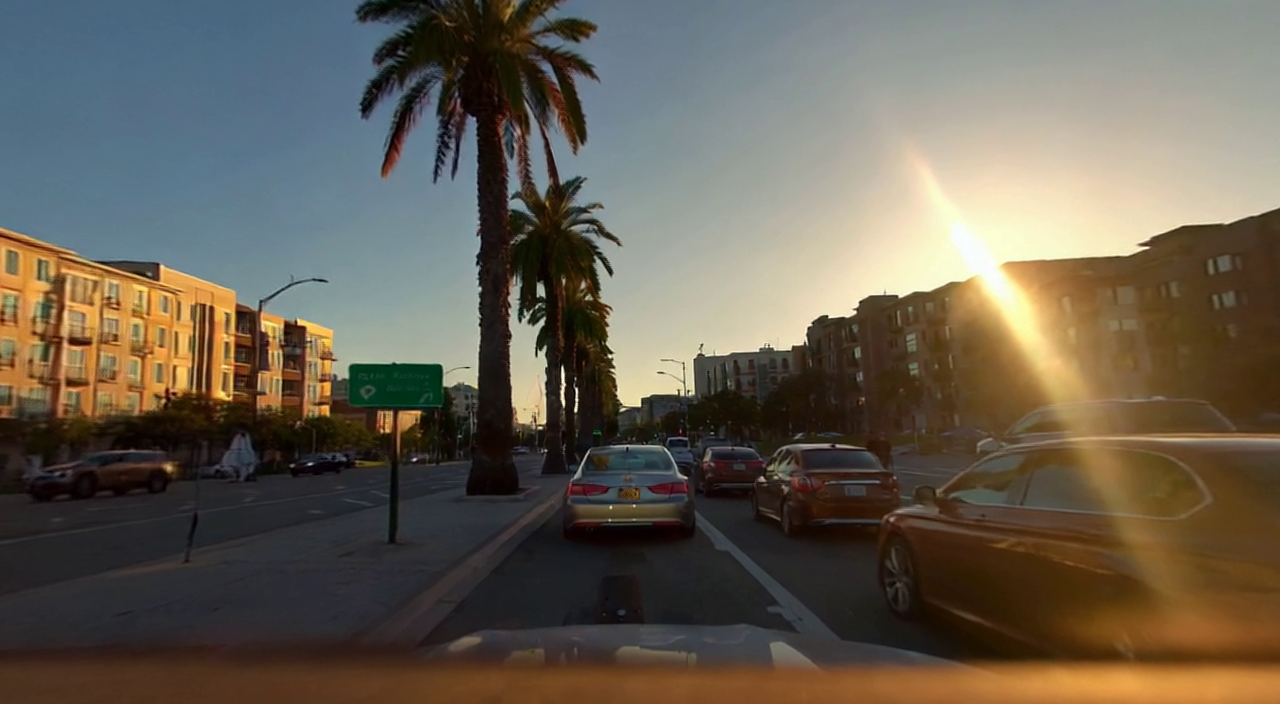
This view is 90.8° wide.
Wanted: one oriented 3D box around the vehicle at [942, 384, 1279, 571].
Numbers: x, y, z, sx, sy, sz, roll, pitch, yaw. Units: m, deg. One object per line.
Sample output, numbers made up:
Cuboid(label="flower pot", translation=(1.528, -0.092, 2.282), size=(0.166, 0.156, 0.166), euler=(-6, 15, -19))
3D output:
Cuboid(label="vehicle", translation=(7.208, 1.802, 9.875), size=(2.254, 2.072, 5.577), euler=(0, -8, 1))

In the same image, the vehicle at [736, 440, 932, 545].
Cuboid(label="vehicle", translation=(3.070, 2.311, 11.148), size=(1.925, 1.451, 4.436), euler=(0, -8, -2))

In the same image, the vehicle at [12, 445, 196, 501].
Cuboid(label="vehicle", translation=(-20.372, 4.566, 24.511), size=(2.306, 1.880, 5.537), euler=(0, -8, -1))

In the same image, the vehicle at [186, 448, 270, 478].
Cuboid(label="vehicle", translation=(-28.346, 7.595, 43.737), size=(2.115, 1.884, 5.481), euler=(0, -8, -1))

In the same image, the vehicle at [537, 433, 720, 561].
Cuboid(label="vehicle", translation=(-0.162, 2.018, 9.518), size=(2.158, 1.498, 3.919), euler=(0, -8, -1))

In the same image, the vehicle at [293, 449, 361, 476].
Cuboid(label="vehicle", translation=(-20.736, 7.308, 42.138), size=(2.053, 1.631, 4.900), euler=(0, -9, 0))
